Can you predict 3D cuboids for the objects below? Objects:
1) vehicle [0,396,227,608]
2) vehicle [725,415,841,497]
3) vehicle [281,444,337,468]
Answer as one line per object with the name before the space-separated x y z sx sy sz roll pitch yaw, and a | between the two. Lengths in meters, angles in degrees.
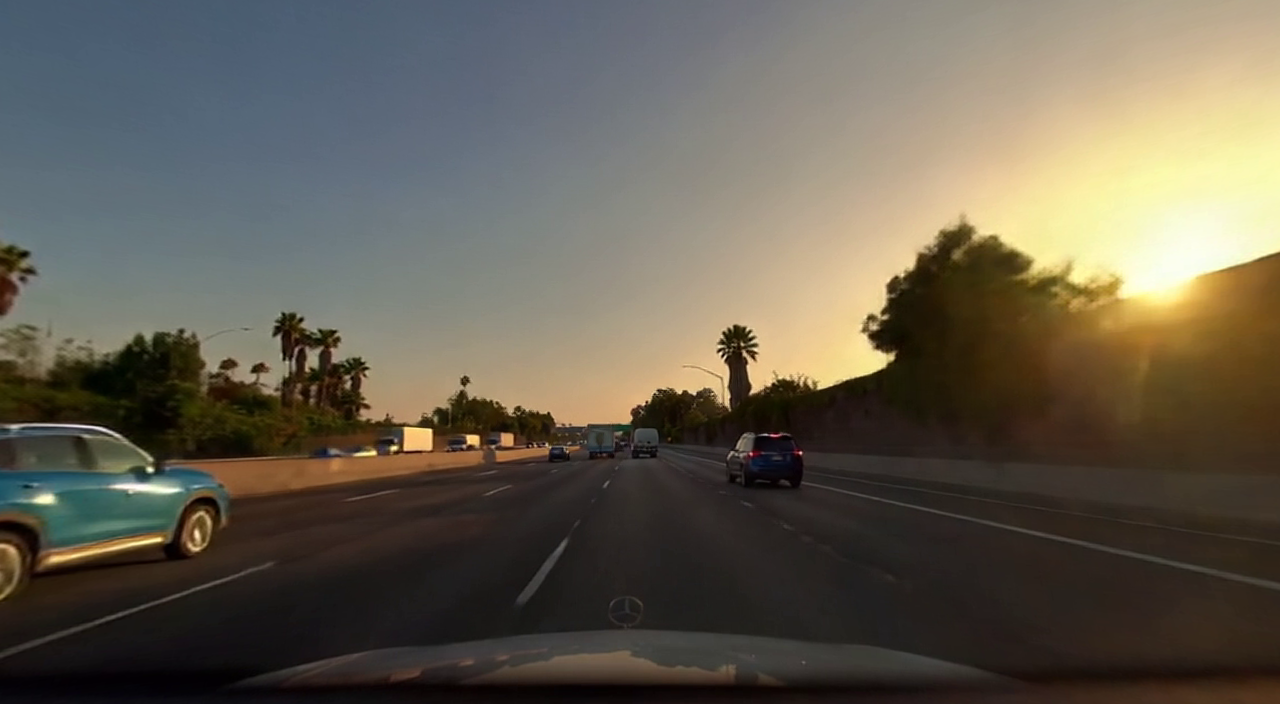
vehicle | -6.557 1.334 5.740 2.289 1.774 4.871 0 -8 0
vehicle | 4.266 3.219 19.895 2.408 2.210 4.999 0 -8 -1
vehicle | -20.824 6.565 39.848 1.610 1.420 3.474 0 -8 1
